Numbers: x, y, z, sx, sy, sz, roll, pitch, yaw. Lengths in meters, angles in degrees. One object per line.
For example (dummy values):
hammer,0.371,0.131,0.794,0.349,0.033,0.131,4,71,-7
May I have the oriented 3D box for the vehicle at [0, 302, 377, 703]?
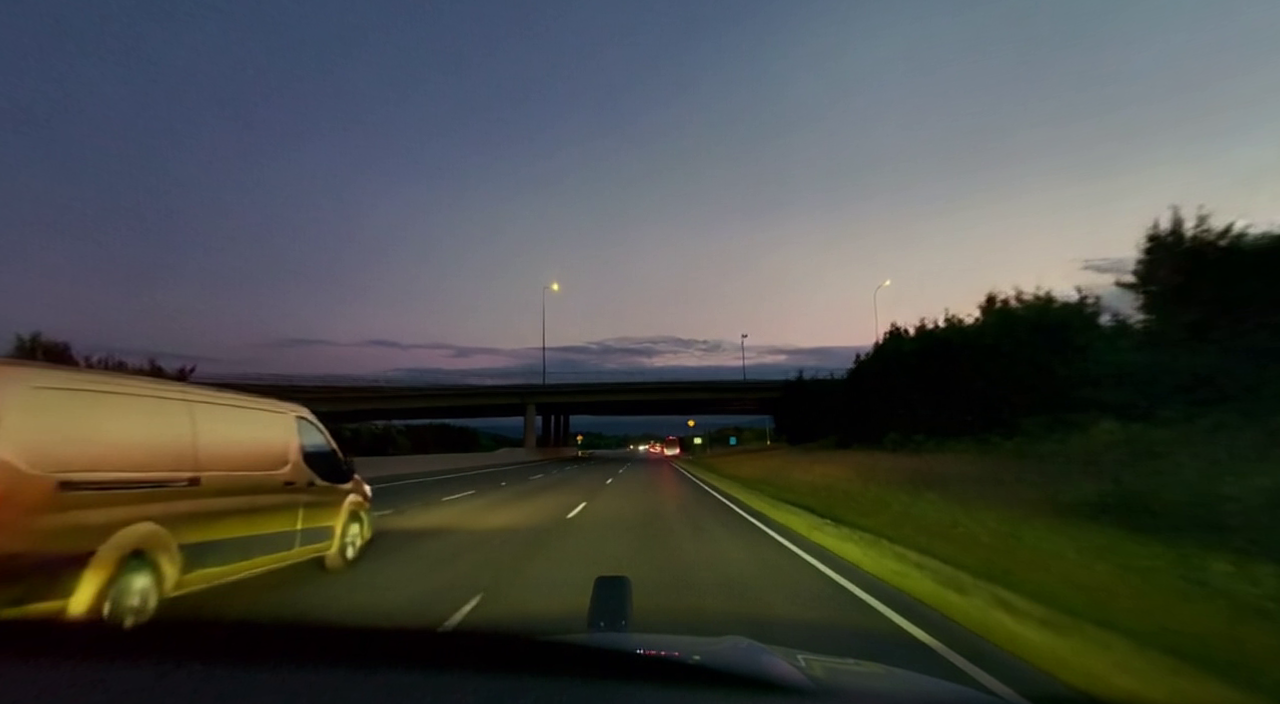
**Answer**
vehicle,-4.038,0.984,4.409,2.167,1.929,5.037,0,-9,0
